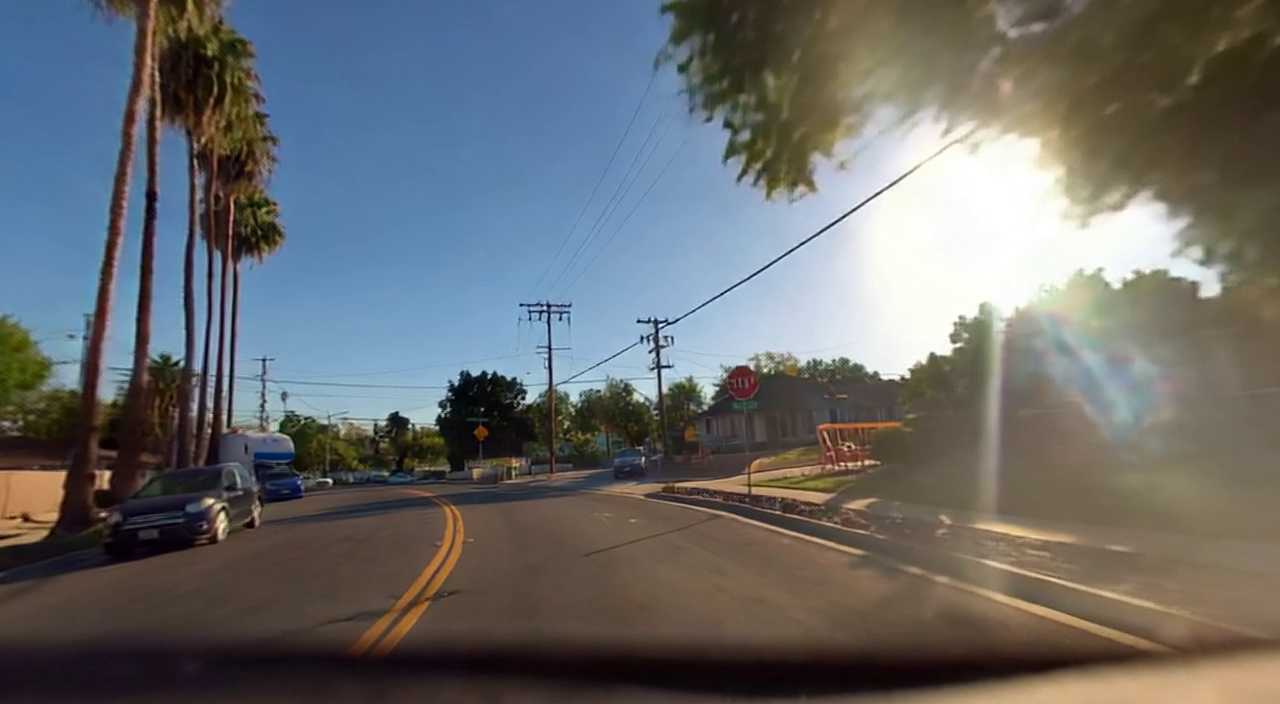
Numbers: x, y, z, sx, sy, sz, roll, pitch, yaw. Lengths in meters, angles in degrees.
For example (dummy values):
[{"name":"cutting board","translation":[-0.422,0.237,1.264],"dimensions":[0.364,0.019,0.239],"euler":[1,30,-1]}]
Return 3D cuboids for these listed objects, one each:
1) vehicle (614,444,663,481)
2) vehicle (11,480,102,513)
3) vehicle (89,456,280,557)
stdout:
[{"name":"vehicle","translation":[-0.190,6.501,37.692],"dimensions":[2.508,1.887,5.930],"euler":[0,-8,-4]},{"name":"vehicle","translation":[-42.973,10.589,46.508],"dimensions":[5.757,2.044,2.213],"euler":[-3,-8,18]},{"name":"vehicle","translation":[-9.159,3.034,13.213],"dimensions":[2.085,1.545,4.340],"euler":[2,-8,-20]}]
